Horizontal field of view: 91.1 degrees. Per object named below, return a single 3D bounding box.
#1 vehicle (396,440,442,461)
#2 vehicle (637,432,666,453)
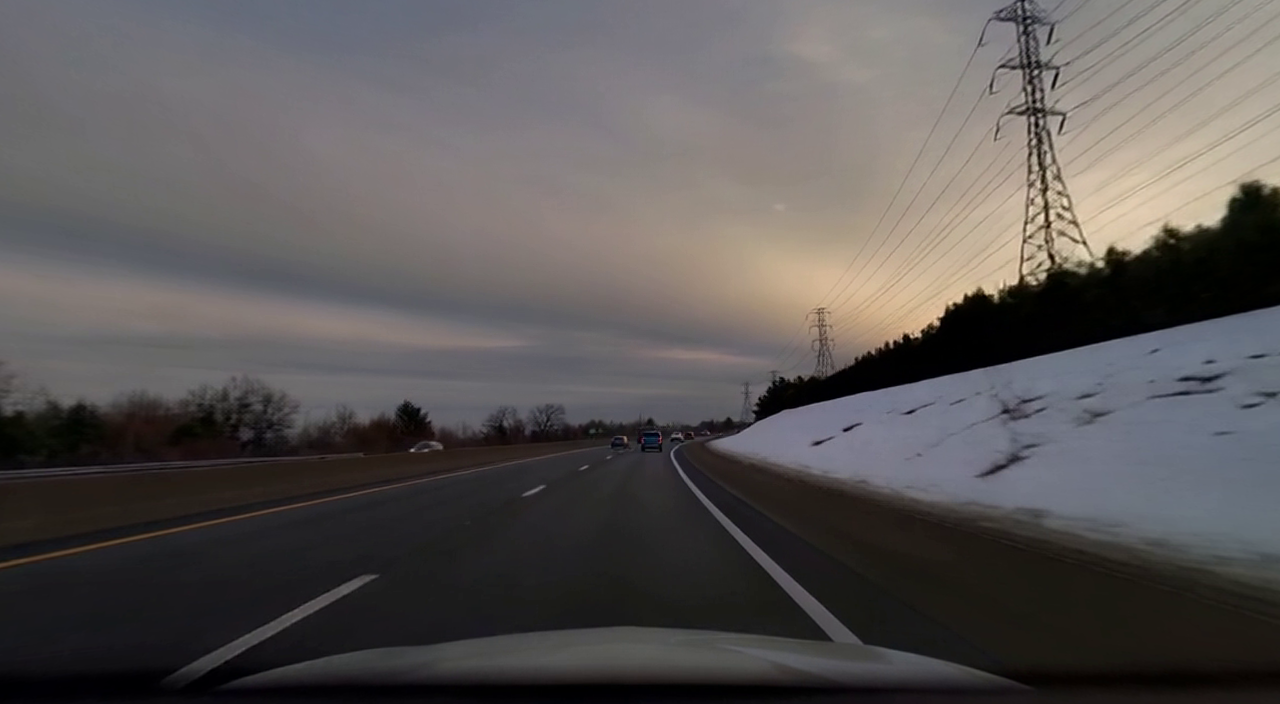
[{"bbox_3d":[-17.370,7.727,49.606,1.933,1.525,4.315,0,-8,2],"label":"vehicle"},{"bbox_3d":[0.898,6.877,47.740,2.077,1.523,4.206,0,-8,2],"label":"vehicle"}]
